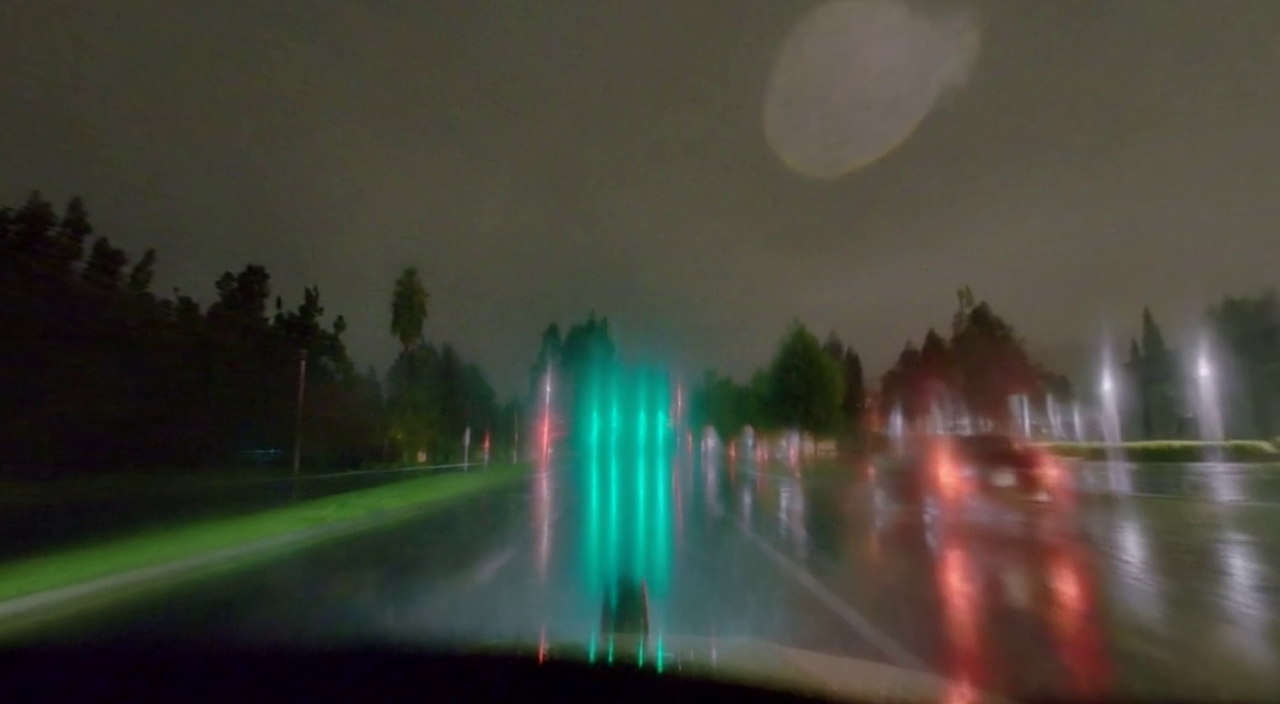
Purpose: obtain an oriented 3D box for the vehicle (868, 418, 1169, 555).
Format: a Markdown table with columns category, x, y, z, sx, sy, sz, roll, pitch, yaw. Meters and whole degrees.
| category | x | y | z | sx | sy | sz | roll | pitch | yaw |
| --- | --- | --- | --- | --- | --- | --- | --- | --- | --- |
| vehicle | 5.533 | 2.008 | 10.176 | 2.057 | 1.688 | 4.596 | 0 | -8 | 1 |
